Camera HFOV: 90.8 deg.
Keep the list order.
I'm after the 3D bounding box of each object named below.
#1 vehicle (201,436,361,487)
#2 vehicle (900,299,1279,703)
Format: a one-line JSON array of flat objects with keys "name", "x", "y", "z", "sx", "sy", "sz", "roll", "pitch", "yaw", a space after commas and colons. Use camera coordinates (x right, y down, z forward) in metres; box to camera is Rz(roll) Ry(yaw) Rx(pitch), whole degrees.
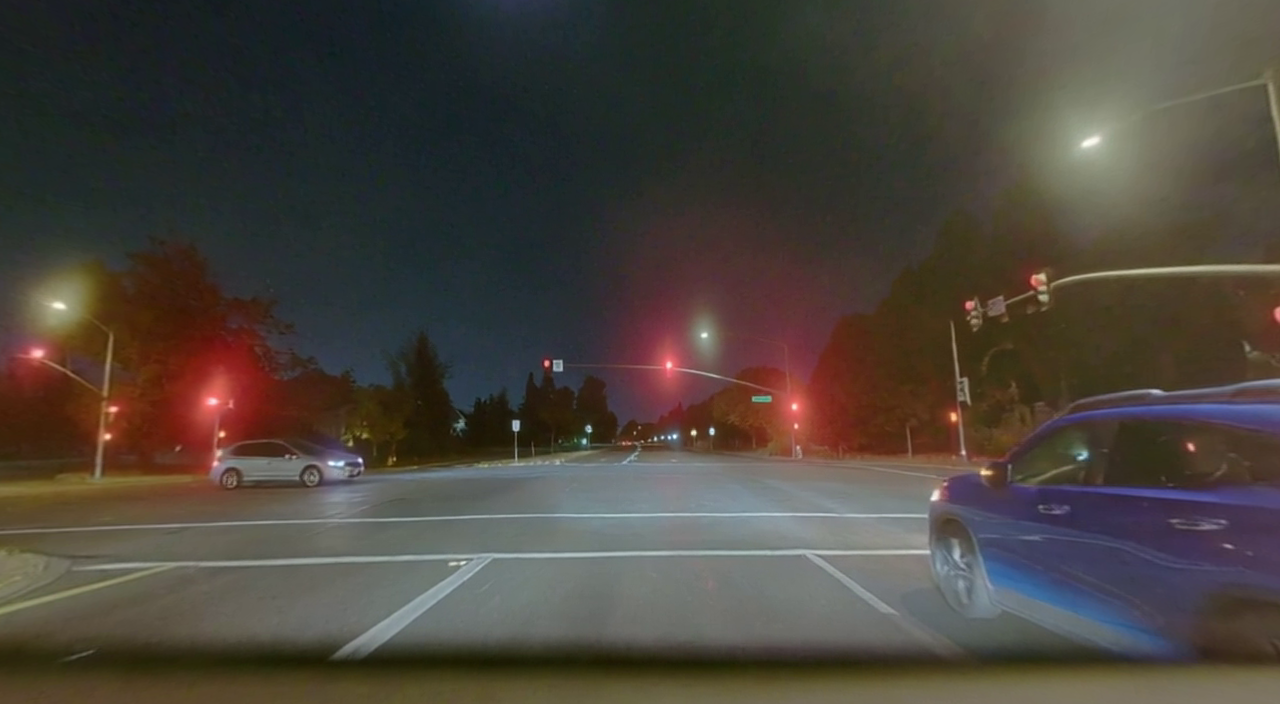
[{"name": "vehicle", "x": -12.789, "y": 3.921, "z": 22.889, "sx": 4.737, "sy": 1.659, "sz": 2.042, "roll": 4, "pitch": -10, "yaw": -26}, {"name": "vehicle", "x": 3.450, "y": 0.818, "z": 3.022, "sx": 2.229, "sy": 1.795, "sz": 4.927, "roll": 0, "pitch": -9, "yaw": -1}]
